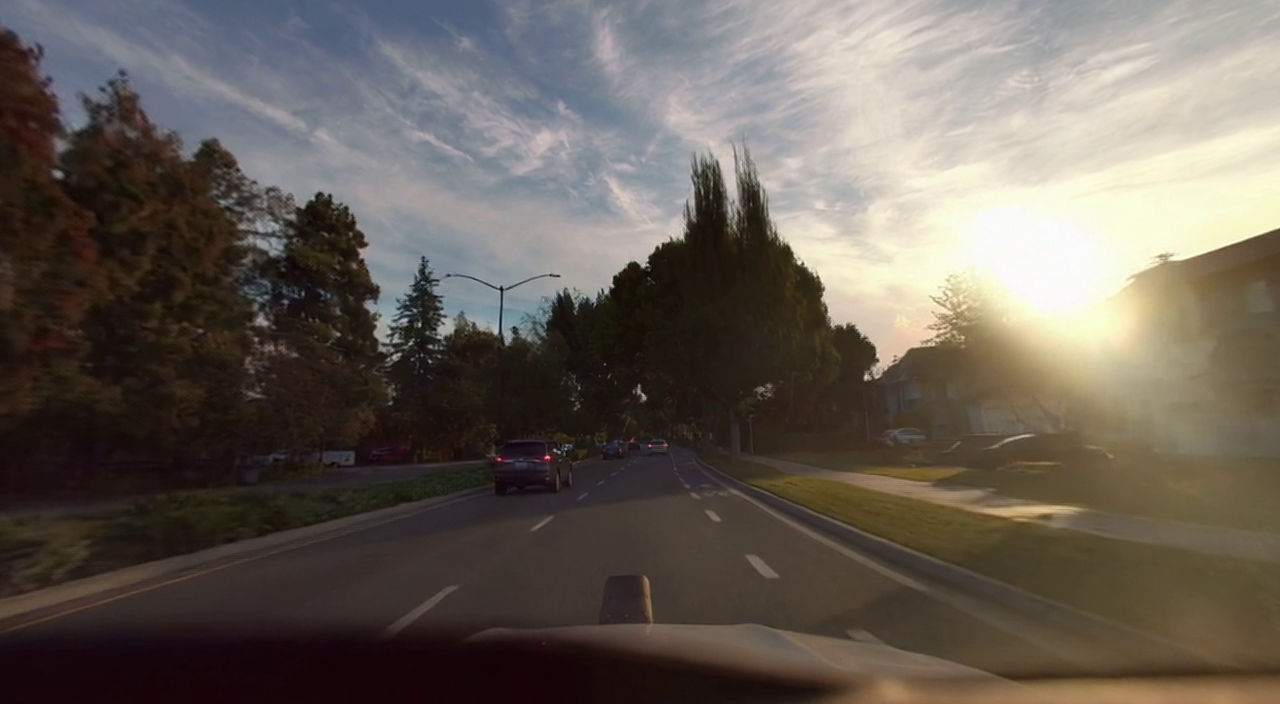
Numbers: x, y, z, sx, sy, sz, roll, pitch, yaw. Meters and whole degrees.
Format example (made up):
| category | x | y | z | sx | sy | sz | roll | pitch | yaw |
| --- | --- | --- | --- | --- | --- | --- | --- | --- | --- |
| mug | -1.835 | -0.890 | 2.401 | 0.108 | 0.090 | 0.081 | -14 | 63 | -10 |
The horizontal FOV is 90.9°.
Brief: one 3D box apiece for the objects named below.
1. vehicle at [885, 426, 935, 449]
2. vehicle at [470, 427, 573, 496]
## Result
| category | x | y | z | sx | sy | sz | roll | pitch | yaw |
| --- | --- | --- | --- | --- | --- | --- | --- | --- | --- |
| vehicle | 18.959 | 6.078 | 44.513 | 1.939 | 1.477 | 5.129 | -1 | -8 | 8 |
| vehicle | -3.301 | 3.166 | 18.554 | 2.073 | 1.770 | 4.302 | 0 | -8 | 2 |
